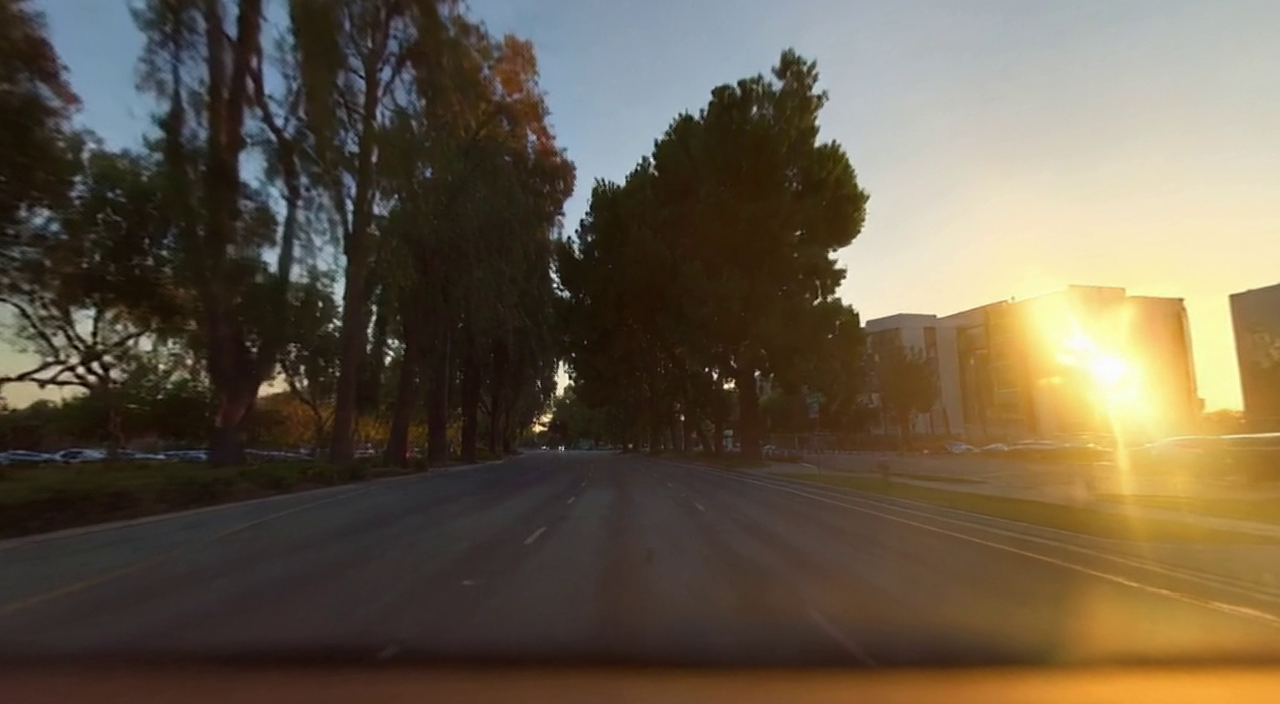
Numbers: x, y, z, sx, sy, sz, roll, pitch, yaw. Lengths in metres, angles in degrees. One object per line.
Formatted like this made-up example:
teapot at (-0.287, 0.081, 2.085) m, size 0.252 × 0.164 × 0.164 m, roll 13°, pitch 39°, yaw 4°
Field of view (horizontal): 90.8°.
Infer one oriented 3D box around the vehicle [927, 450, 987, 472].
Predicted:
vehicle at (23.932, 8.238, 47.931) m, size 1.905 × 1.575 × 4.678 m, roll 0°, pitch -8°, yaw -3°
